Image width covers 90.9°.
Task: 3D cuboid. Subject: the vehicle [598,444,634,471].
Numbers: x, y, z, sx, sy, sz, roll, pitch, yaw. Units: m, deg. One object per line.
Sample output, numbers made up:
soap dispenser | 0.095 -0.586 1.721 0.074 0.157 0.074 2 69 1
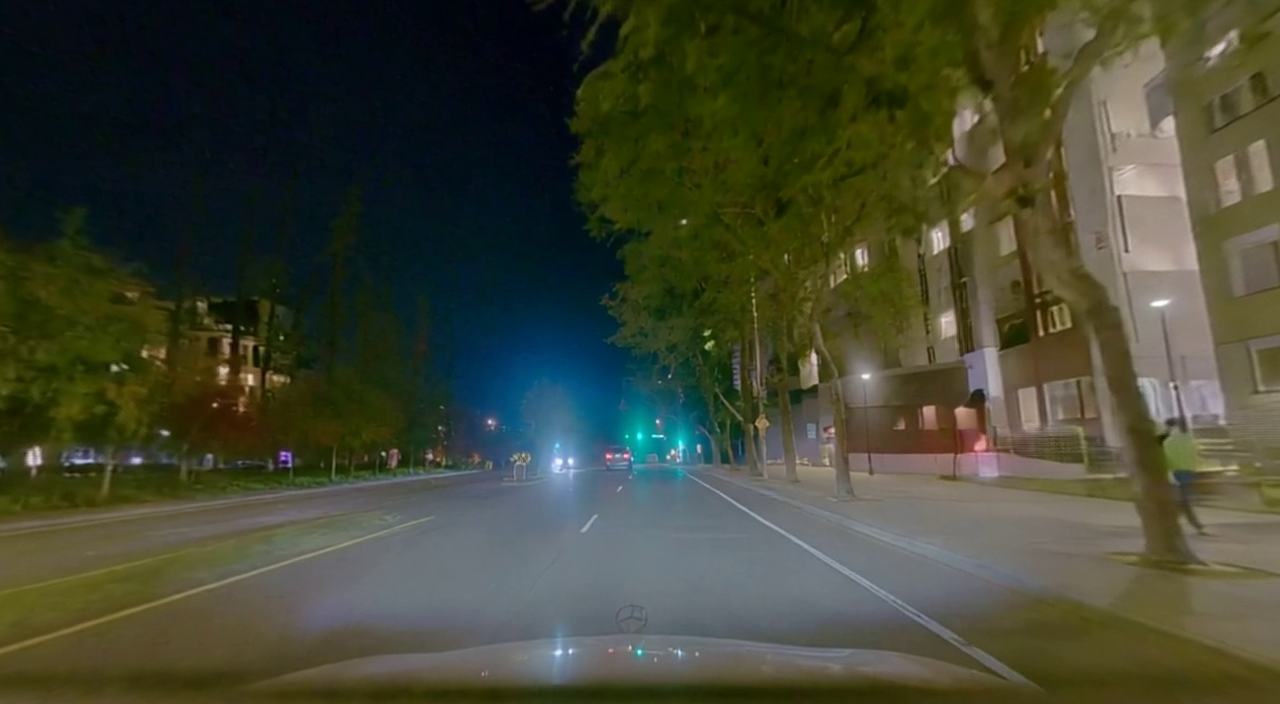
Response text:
vehicle | -1.676 7.665 45.946 2.294 1.859 5.127 0 -9 1
